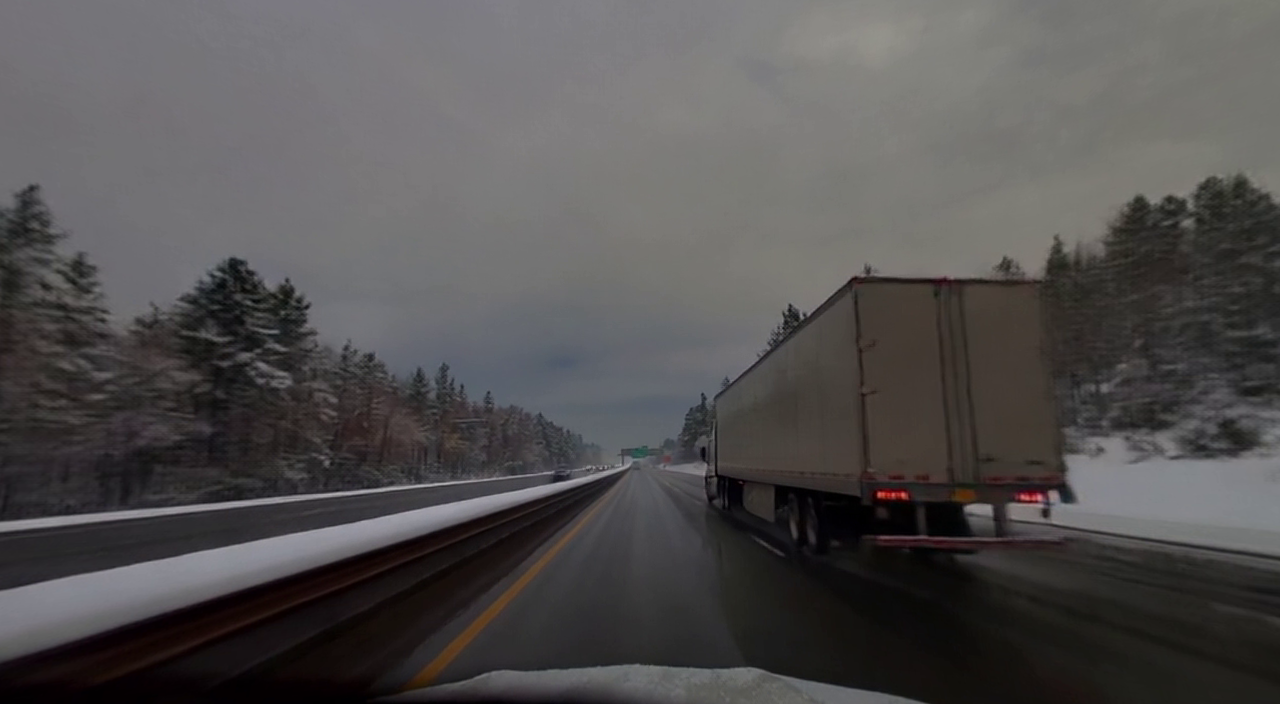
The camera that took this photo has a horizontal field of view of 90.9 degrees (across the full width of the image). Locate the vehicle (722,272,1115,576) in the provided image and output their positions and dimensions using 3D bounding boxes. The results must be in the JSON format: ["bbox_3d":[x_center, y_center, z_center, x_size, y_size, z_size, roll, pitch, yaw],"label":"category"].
[{"bbox_3d":[4.547,2.107,15.161,3.204,4.102,13.306,1,-10,-1],"label":"vehicle"}]
